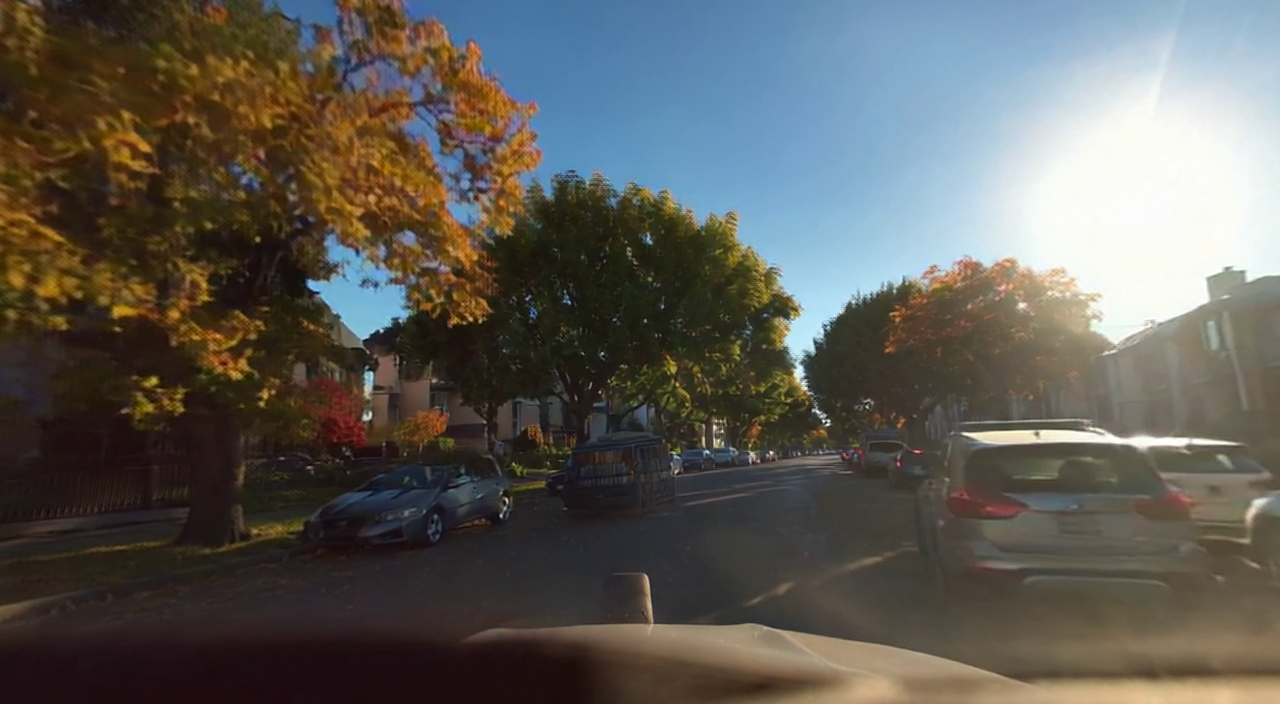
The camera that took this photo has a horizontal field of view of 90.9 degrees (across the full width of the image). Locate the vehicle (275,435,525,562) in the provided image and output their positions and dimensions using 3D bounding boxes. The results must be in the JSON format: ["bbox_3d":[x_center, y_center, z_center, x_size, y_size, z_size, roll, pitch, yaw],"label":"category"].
[{"bbox_3d":[-3.933,2.456,11.428,2.002,1.774,4.568,-2,-9,12],"label":"vehicle"}]

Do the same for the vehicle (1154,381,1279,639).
[{"bbox_3d":[5.255,0.896,2.966,2.082,1.799,5.207,-2,-9,11],"label":"vehicle"}]

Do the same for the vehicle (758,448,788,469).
[{"bbox_3d":[10.068,8.018,47.568,1.971,1.476,4.593,-3,-9,14],"label":"vehicle"}]

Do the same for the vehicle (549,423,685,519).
[{"bbox_3d":[-0.371,2.979,16.350,2.197,2.047,4.985,-3,-9,14],"label":"vehicle"}]

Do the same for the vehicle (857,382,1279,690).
[{"bbox_3d":[3.541,1.429,6.273,2.055,1.717,5.172,-2,-9,13],"label":"vehicle"}]
